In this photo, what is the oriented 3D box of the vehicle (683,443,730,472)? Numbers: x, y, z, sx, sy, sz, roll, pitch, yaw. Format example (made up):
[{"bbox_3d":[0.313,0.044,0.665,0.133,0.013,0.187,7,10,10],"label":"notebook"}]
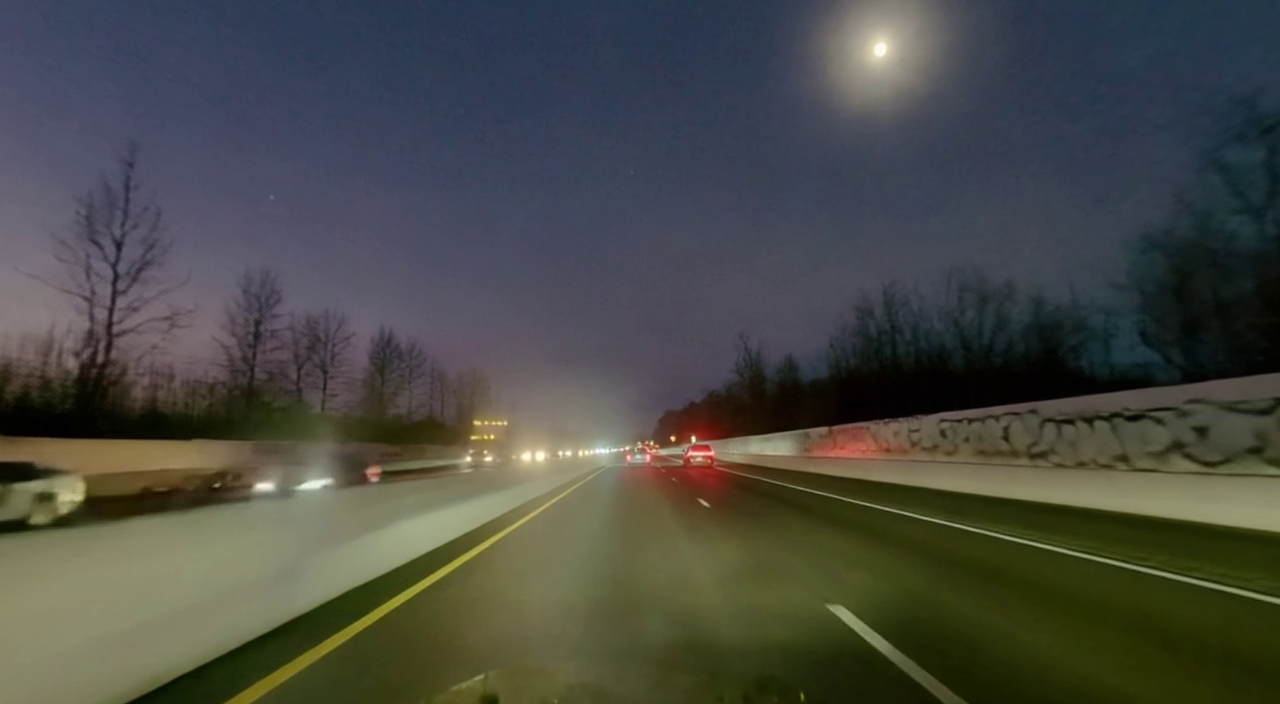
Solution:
[{"bbox_3d":[3.865,6.199,37.062,2.303,1.614,4.154,-1,-9,0],"label":"vehicle"}]

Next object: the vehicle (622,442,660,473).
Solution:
[{"bbox_3d":[0.033,6.273,37.480,2.095,1.671,4.219,0,-9,-1],"label":"vehicle"}]

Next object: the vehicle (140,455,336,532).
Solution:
[{"bbox_3d":[-9.295,3.254,15.051,1.843,1.494,4.347,0,-9,0],"label":"vehicle"}]
